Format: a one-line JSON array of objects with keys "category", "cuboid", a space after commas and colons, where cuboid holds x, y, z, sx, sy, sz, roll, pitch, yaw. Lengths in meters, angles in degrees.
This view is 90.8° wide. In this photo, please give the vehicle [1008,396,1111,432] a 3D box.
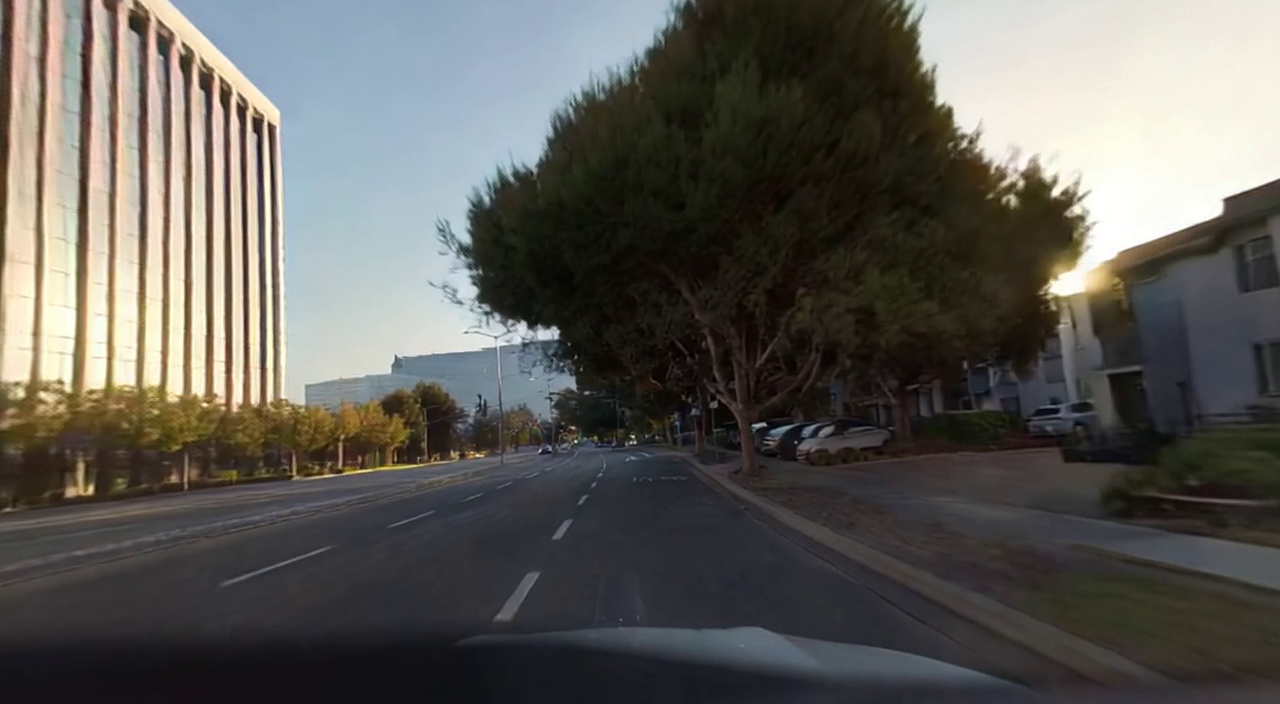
[{"category": "vehicle", "cuboid": [19.777, 3.024, 30.046, 1.890, 1.492, 4.494, 0, -8, 2]}]

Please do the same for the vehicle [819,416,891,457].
[{"category": "vehicle", "cuboid": [8.740, 3.499, 26.001, 1.842, 1.535, 3.638, 0, -8, 3]}]

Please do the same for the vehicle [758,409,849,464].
[{"category": "vehicle", "cuboid": [6.391, 3.432, 25.411, 2.160, 1.944, 5.086, 0, -8, -2]}]
